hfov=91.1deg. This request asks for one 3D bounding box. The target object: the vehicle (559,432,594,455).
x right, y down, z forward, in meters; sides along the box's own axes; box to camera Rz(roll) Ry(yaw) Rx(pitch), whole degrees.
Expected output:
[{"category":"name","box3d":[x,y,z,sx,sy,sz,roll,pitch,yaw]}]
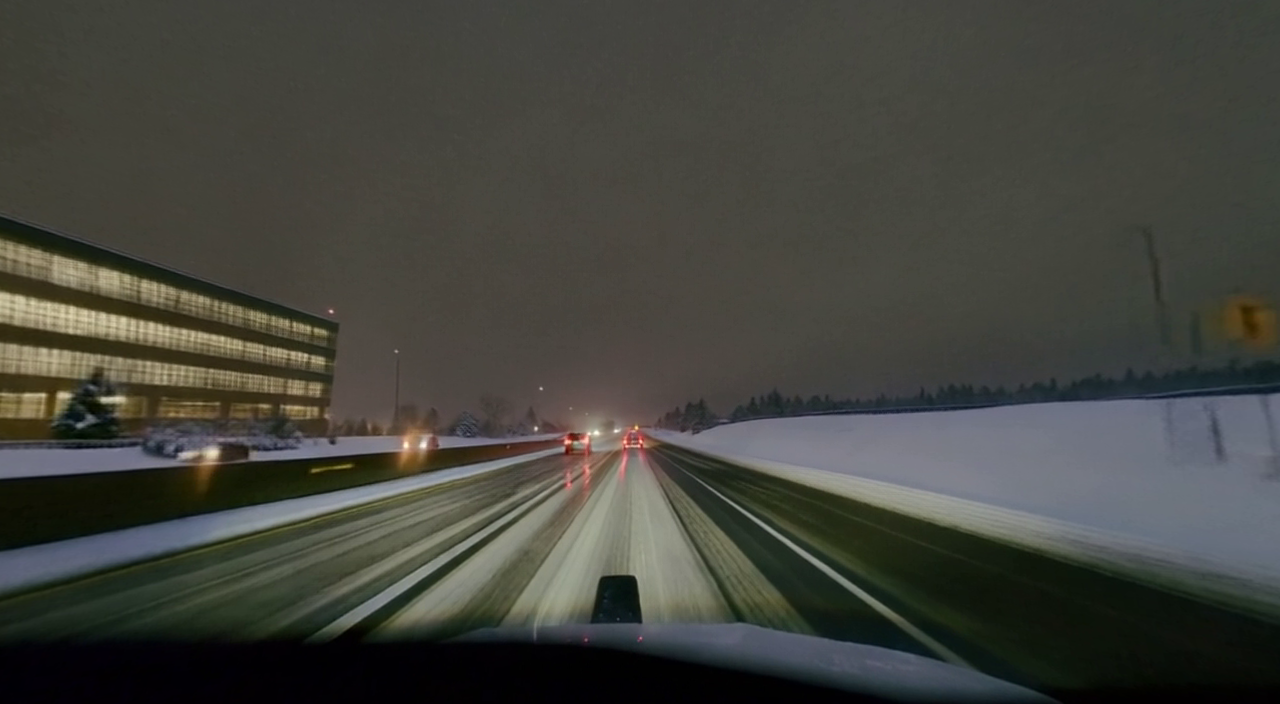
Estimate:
[{"category":"vehicle","box3d":[-4.582,6.659,45.975,2.036,1.612,4.510,0,-8,1]}]

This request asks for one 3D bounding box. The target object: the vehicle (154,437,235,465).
[{"category":"vehicle","box3d":[-24.973,5.538,35.421,1.749,1.452,3.764,0,-8,1]}]
